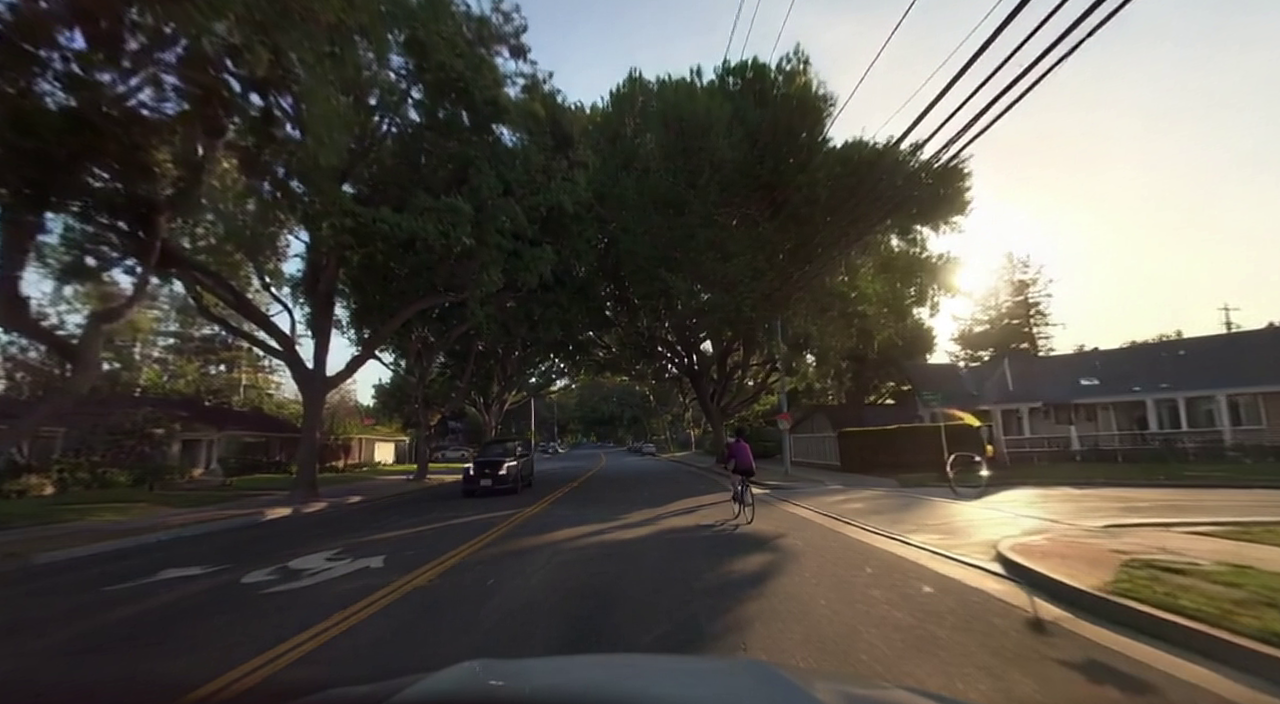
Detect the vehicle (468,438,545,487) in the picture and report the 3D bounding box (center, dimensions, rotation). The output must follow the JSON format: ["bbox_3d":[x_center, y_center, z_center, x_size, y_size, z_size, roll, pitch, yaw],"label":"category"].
[{"bbox_3d":[-5.212,4.383,25.373,2.073,1.761,4.589,0,-8,0],"label":"vehicle"}]

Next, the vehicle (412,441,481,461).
[{"bbox_3d":[-15.142,7.749,49.654,4.805,1.508,1.954,0,-9,-1],"label":"vehicle"}]
